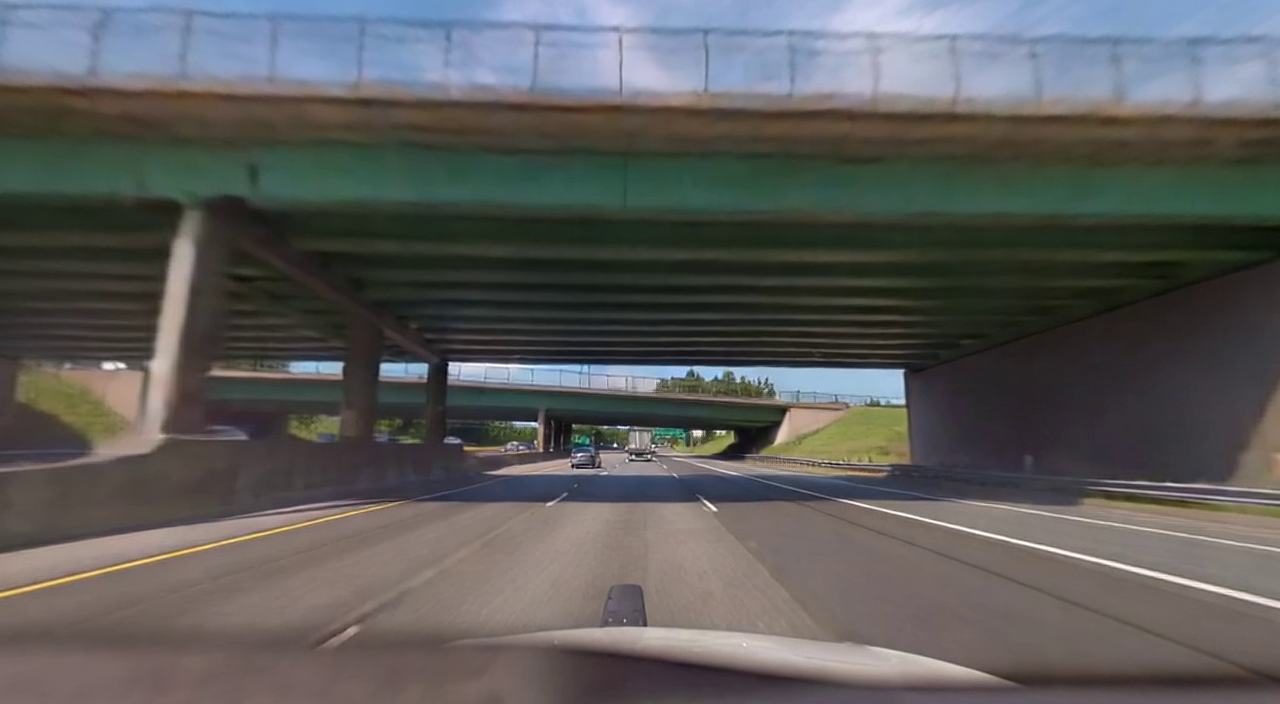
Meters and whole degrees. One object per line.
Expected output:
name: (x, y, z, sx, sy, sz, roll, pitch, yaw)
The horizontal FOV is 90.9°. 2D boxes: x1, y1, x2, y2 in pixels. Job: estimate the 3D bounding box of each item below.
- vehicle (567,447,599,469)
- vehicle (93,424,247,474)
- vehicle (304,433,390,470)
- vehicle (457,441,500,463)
vehicle: (-4.246, 7.930, 47.370, 2.042, 1.526, 4.516, 0, -9, 0)
vehicle: (-16.006, 3.364, 21.820, 1.936, 1.518, 4.340, 0, -9, 1)
vehicle: (-12.661, 4.353, 27.520, 1.812, 1.478, 3.974, 0, -9, 0)
vehicle: (-11.891, 7.423, 46.804, 1.936, 1.515, 4.769, 0, -9, 0)
